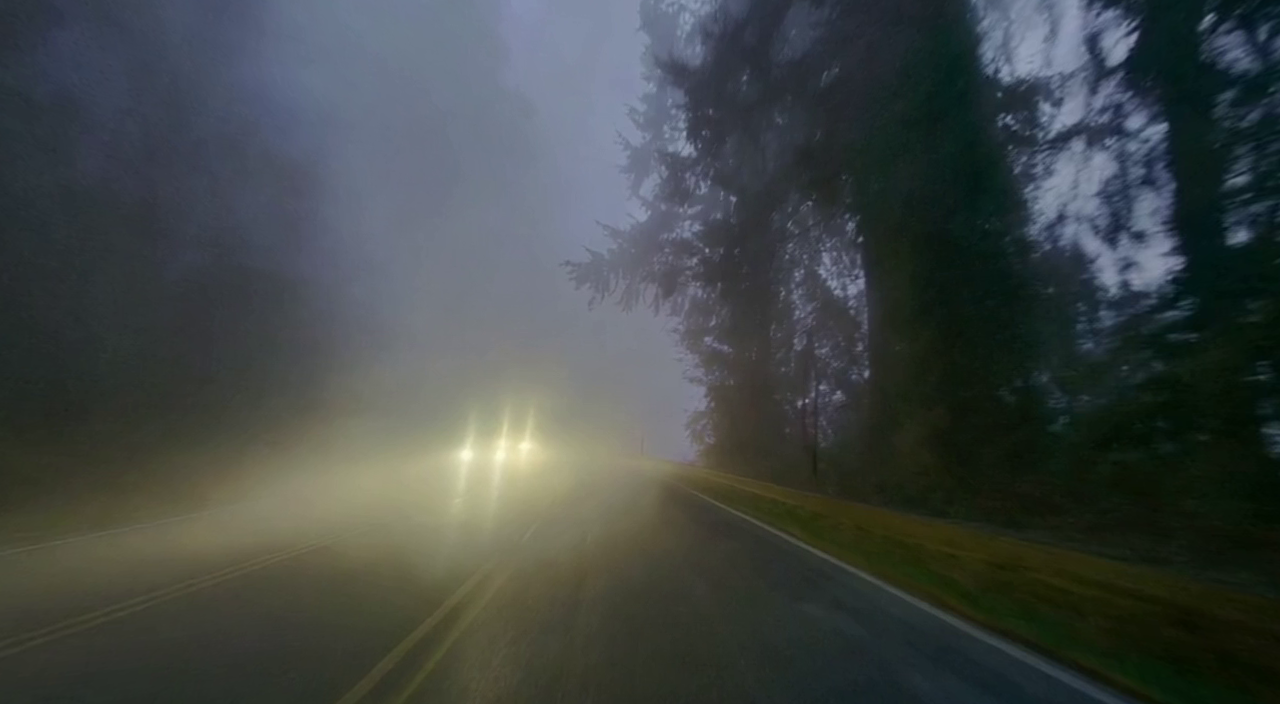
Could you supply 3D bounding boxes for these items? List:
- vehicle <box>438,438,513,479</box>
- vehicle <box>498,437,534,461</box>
[{"bbox_3d":[-6.601,4.298,25.818,2.139,1.498,4.453,0,-8,-4],"label":"vehicle"},{"bbox_3d":[-9.725,7.659,49.905,2.318,1.754,4.328,1,-9,-6],"label":"vehicle"}]
